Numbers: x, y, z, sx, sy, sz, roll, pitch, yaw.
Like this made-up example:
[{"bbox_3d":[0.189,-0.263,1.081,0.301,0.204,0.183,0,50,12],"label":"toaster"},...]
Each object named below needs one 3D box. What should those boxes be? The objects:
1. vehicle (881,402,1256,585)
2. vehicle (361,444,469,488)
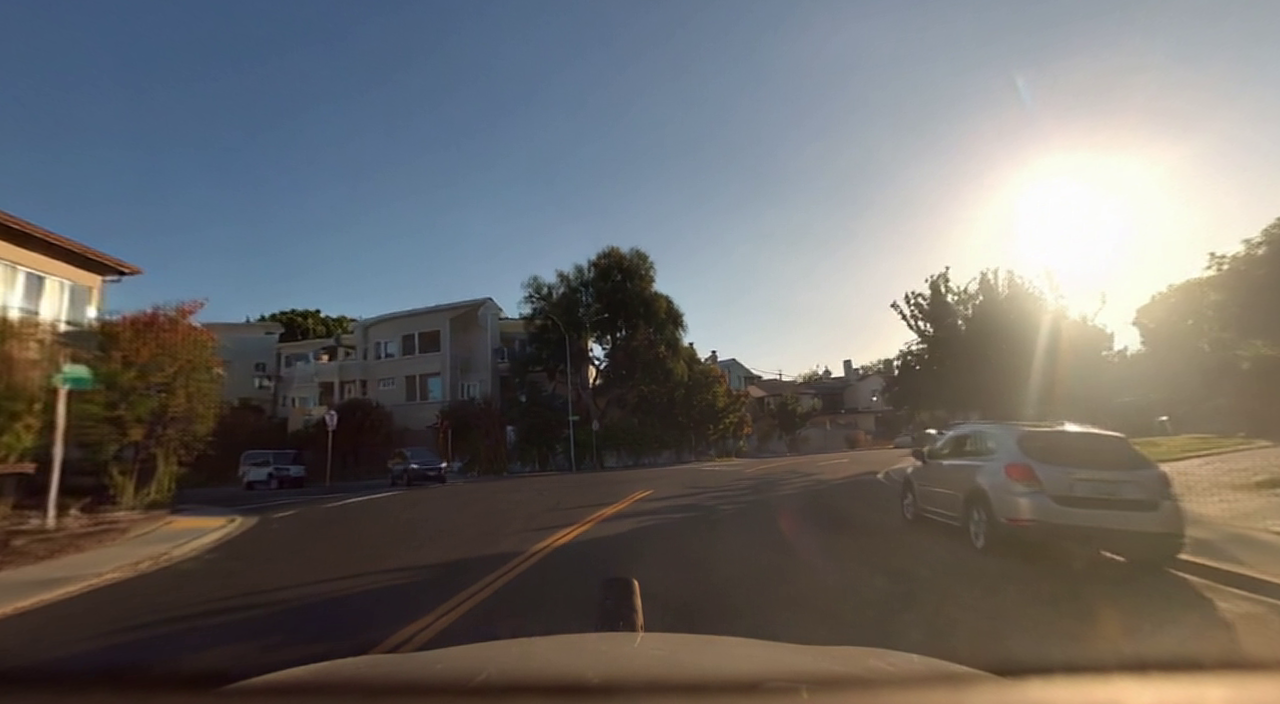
[{"bbox_3d":[4.902,1.668,8.274,2.105,1.705,4.392,-1,-9,5],"label":"vehicle"},{"bbox_3d":[-9.500,4.746,26.641,4.270,1.683,1.984,-5,-10,31],"label":"vehicle"}]
